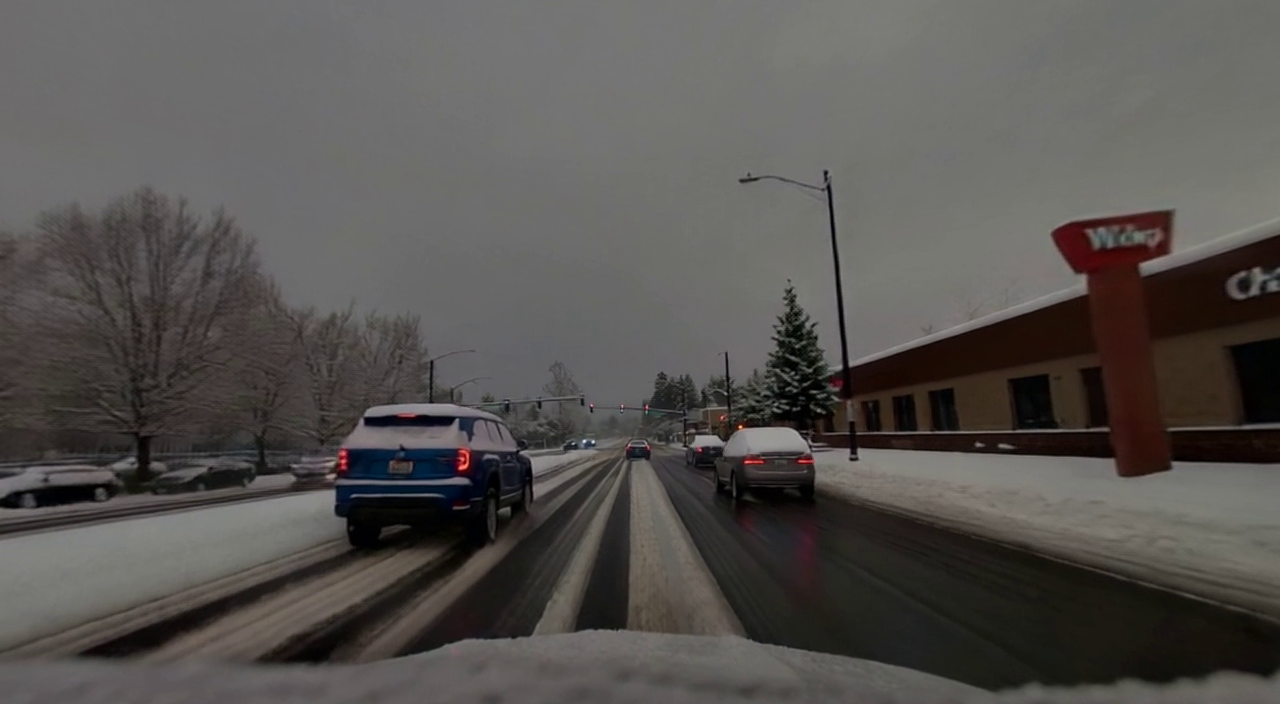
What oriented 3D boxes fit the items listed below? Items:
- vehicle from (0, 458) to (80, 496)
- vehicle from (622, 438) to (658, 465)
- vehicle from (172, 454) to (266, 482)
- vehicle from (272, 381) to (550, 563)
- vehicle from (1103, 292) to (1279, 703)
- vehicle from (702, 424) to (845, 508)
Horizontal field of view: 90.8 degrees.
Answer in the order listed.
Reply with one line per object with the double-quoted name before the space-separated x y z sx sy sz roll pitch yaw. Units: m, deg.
"vehicle" -28.882 5.732 29.030 4.441 1.625 1.916 -1 -8 3
"vehicle" -0.035 5.905 37.671 2.008 1.464 4.052 0 -8 -1
"vehicle" -28.130 7.754 42.369 4.862 1.478 2.057 -4 -9 -2
"vehicle" -2.956 1.738 9.846 2.368 2.037 5.319 0 -8 0
"vehicle" 2.823 0.456 0.167 2.018 1.719 4.369 0 -8 0
"vehicle" 2.819 2.566 14.666 2.174 1.596 4.779 0 -8 -1
